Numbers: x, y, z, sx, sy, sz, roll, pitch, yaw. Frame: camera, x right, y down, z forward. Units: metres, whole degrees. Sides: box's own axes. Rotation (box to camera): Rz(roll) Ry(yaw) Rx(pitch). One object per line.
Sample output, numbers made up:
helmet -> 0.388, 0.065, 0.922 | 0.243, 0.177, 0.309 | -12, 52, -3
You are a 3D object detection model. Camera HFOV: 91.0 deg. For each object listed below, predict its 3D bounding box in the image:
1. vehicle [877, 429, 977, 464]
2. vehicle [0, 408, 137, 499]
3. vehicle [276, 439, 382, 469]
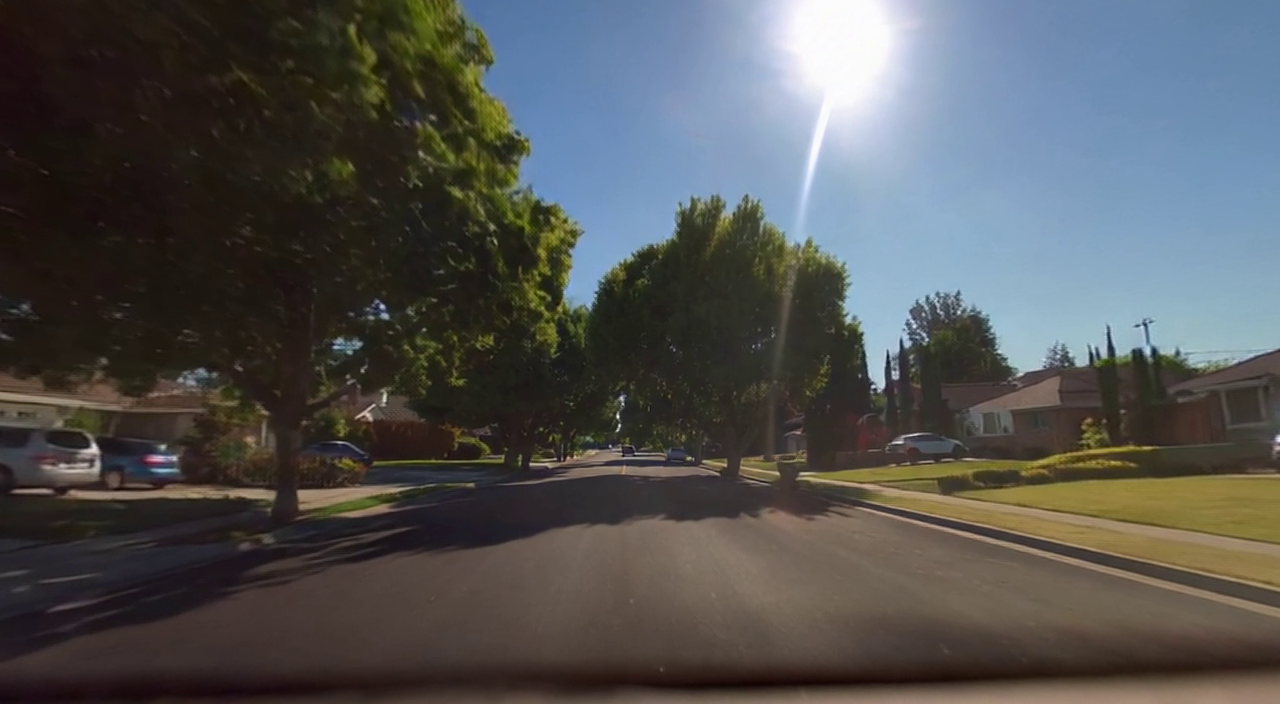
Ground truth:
vehicle -> 15.109, 4.976, 33.162 | 4.468, 1.728, 2.135 | 3, -9, -20
vehicle -> -15.629, 2.420, 15.078 | 2.575, 2.031, 5.155 | -8, -11, 44
vehicle -> -15.974, 5.246, 32.504 | 4.351, 1.474, 2.015 | 0, -9, -2
